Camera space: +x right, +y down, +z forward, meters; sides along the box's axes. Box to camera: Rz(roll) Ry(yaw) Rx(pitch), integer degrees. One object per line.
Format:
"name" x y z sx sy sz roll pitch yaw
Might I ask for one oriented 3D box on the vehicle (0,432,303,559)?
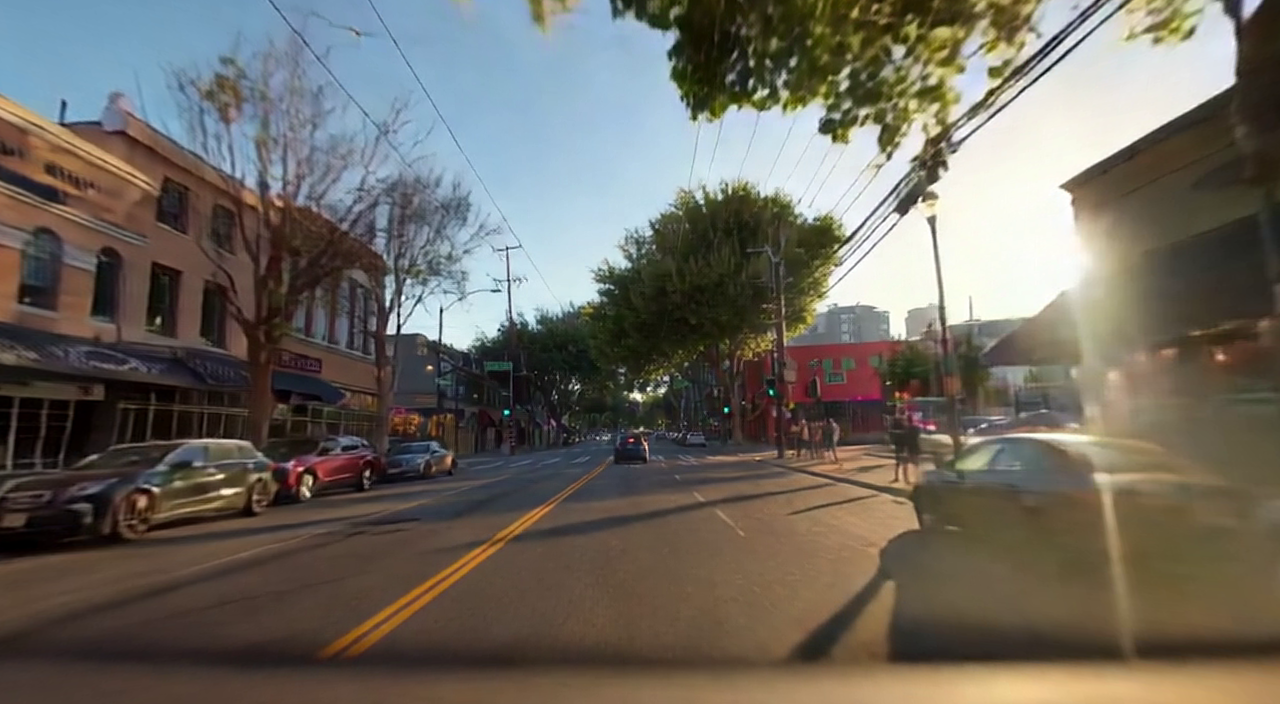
"vehicle" -9.381 2.612 12.401 2.305 1.883 5.580 0 -9 2

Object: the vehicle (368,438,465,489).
"vehicle" -9.675 4.852 27.994 2.048 1.985 6.011 0 -9 0

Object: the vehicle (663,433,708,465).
"vehicle" 2.385 5.201 34.005 1.998 1.580 4.015 0 -8 -1

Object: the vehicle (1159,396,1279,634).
"vehicle" 5.871 1.017 3.291 2.070 1.761 4.848 0 -8 -2

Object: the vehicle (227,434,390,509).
"vehicle" -9.655 3.486 19.081 1.980 1.931 5.487 0 -8 -1

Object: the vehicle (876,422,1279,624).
"vehicle" 5.530 1.900 8.509 2.266 1.705 5.998 0 -8 -1

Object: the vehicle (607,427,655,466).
"vehicle" -0.461 4.928 33.073 2.301 1.854 4.919 0 -8 -1
